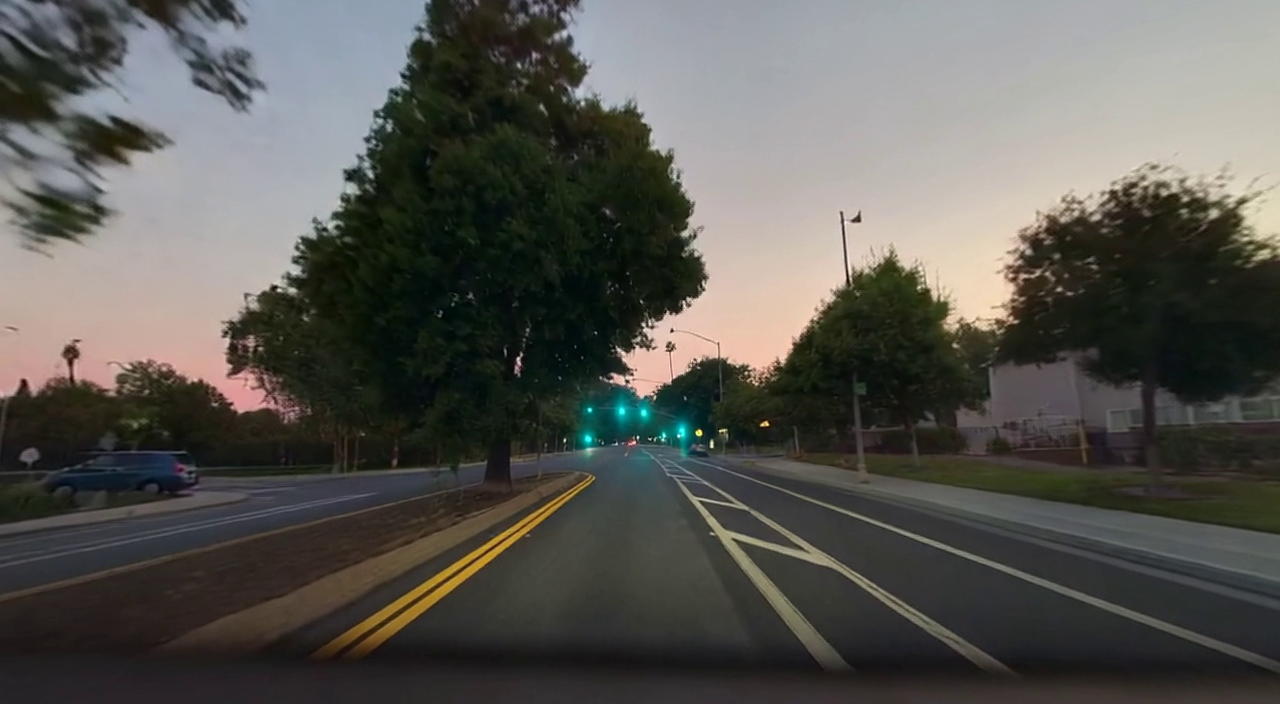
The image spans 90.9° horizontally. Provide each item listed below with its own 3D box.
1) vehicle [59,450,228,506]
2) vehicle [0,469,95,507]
[{"bbox_3d":[-21.929,5.557,27.986,5.841,1.902,2.244,-5,-9,4],"label":"vehicle"},{"bbox_3d":[-27.763,6.048,28.150,4.696,1.518,2.224,0,-8,-2],"label":"vehicle"}]
